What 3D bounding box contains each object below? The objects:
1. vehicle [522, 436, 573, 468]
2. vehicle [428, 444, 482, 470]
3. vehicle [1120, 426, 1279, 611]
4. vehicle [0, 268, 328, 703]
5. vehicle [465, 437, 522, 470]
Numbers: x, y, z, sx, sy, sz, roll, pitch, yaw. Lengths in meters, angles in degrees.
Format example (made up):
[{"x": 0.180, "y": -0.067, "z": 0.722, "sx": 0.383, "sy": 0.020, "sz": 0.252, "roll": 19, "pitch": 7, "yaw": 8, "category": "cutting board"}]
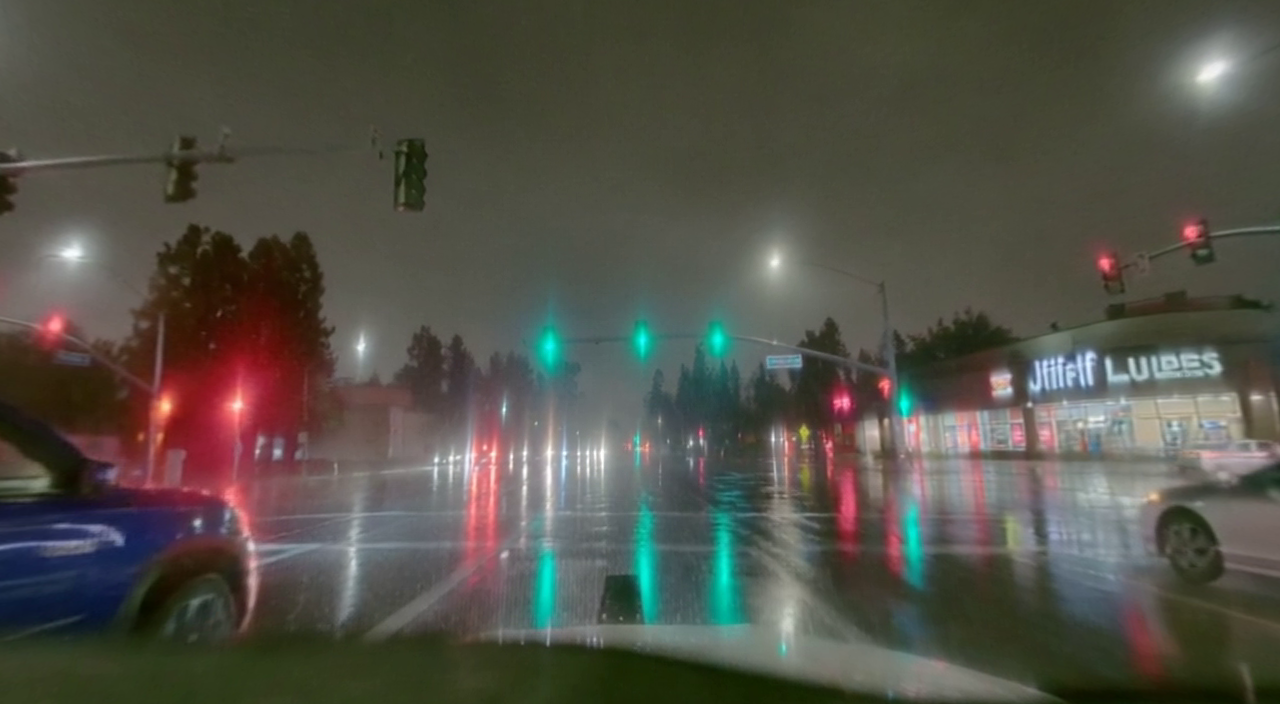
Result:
[{"x": -5.466, "y": 5.991, "z": 38.094, "sx": 2.384, "sy": 1.787, "sz": 5.038, "roll": 0, "pitch": -8, "yaw": -1, "category": "vehicle"}, {"x": -11.336, "y": 6.441, "z": 38.944, "sx": 2.003, "sy": 1.476, "sz": 4.082, "roll": 0, "pitch": -8, "yaw": 1, "category": "vehicle"}, {"x": 6.162, "y": 1.229, "z": 4.324, "sx": 1.972, "sy": 1.476, "sz": 4.775, "roll": 0, "pitch": -8, "yaw": 0, "category": "vehicle"}, {"x": -3.328, "y": 0.630, "z": 1.874, "sx": 2.313, "sy": 1.883, "sz": 5.016, "roll": 0, "pitch": -9, "yaw": -1, "category": "vehicle"}, {"x": -8.424, "y": 5.895, "z": 36.909, "sx": 2.273, "sy": 1.791, "sz": 4.809, "roll": 0, "pitch": -8, "yaw": -1, "category": "vehicle"}]
